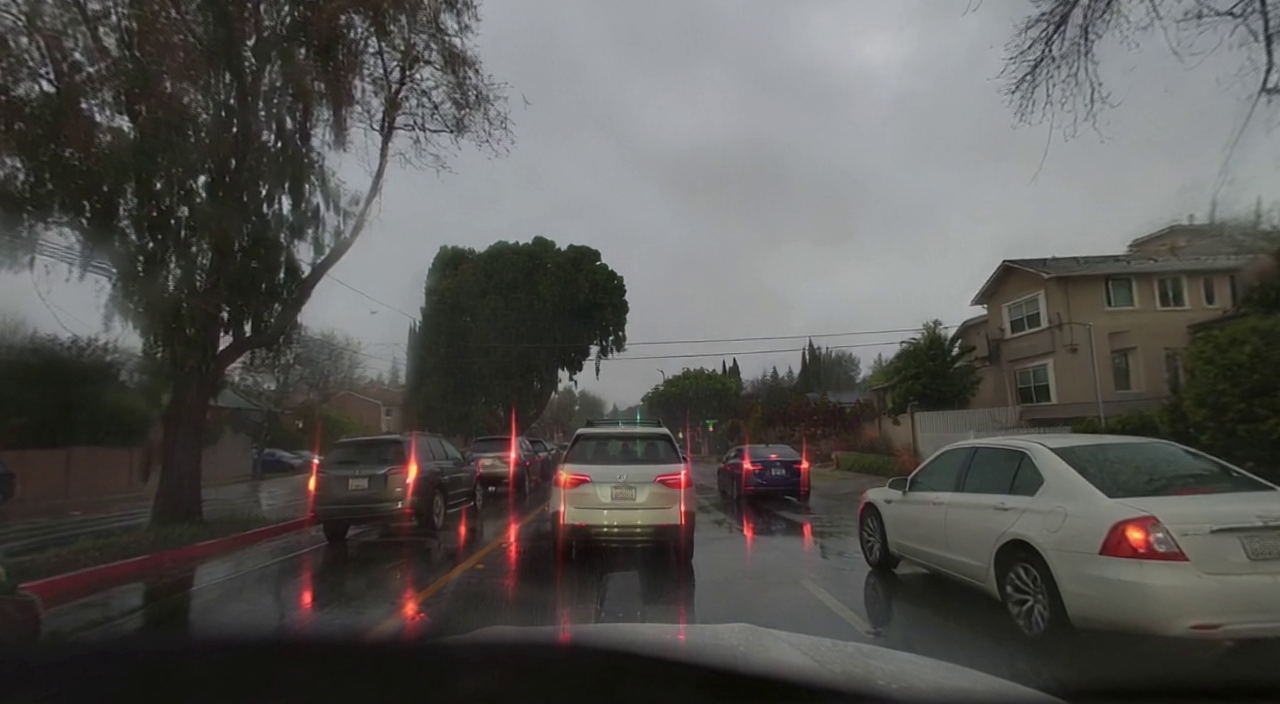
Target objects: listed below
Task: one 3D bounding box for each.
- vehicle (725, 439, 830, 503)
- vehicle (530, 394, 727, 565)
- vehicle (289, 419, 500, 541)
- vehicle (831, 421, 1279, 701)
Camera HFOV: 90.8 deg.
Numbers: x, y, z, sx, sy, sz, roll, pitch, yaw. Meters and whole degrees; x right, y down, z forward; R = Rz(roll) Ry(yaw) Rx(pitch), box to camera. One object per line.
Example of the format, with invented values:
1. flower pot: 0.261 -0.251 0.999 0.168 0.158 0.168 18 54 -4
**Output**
1. vehicle: 3.504 3.097 16.878 1.880 1.476 3.932 0 -8 -1
2. vehicle: -0.224 1.709 9.173 2.164 1.867 4.254 0 -8 -3
3. vehicle: -3.711 2.005 10.530 1.864 1.576 4.324 0 -8 -2
4. vehicle: 3.479 1.460 5.756 1.977 1.480 4.589 0 -8 -1
